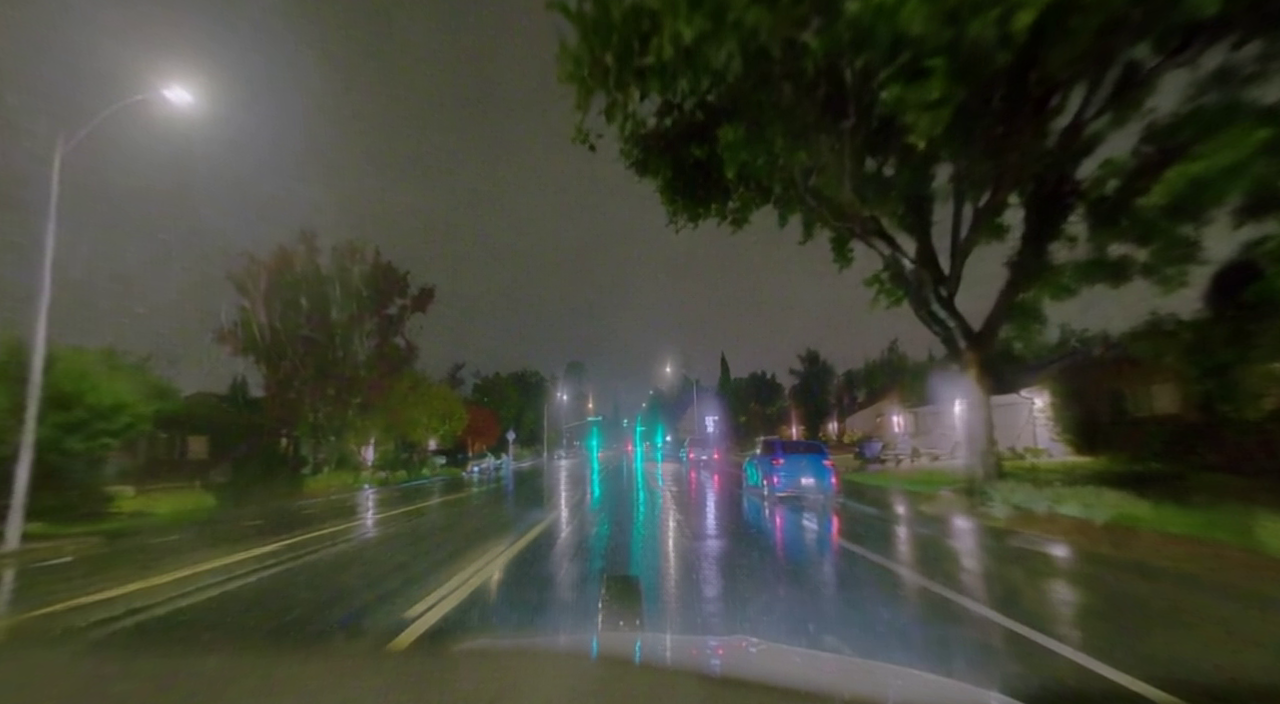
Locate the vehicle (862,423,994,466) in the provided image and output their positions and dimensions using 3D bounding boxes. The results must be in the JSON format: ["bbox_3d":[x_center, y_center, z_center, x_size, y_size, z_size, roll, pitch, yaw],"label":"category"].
[{"bbox_3d":[12.166,3.956,26.934,4.660,1.749,1.893,0,-8,-2],"label":"vehicle"}]

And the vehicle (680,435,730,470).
[{"bbox_3d":[3.902,6.156,38.856,2.319,1.938,5.961,0,-8,-1],"label":"vehicle"}]

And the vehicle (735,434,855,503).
[{"bbox_3d":[4.096,3.164,17.609,2.173,1.656,4.514,0,-8,-1],"label":"vehicle"}]

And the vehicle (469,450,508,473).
[{"bbox_3d":[-11.010,8.000,46.269,1.815,1.532,4.517,0,-8,-2],"label":"vehicle"}]
